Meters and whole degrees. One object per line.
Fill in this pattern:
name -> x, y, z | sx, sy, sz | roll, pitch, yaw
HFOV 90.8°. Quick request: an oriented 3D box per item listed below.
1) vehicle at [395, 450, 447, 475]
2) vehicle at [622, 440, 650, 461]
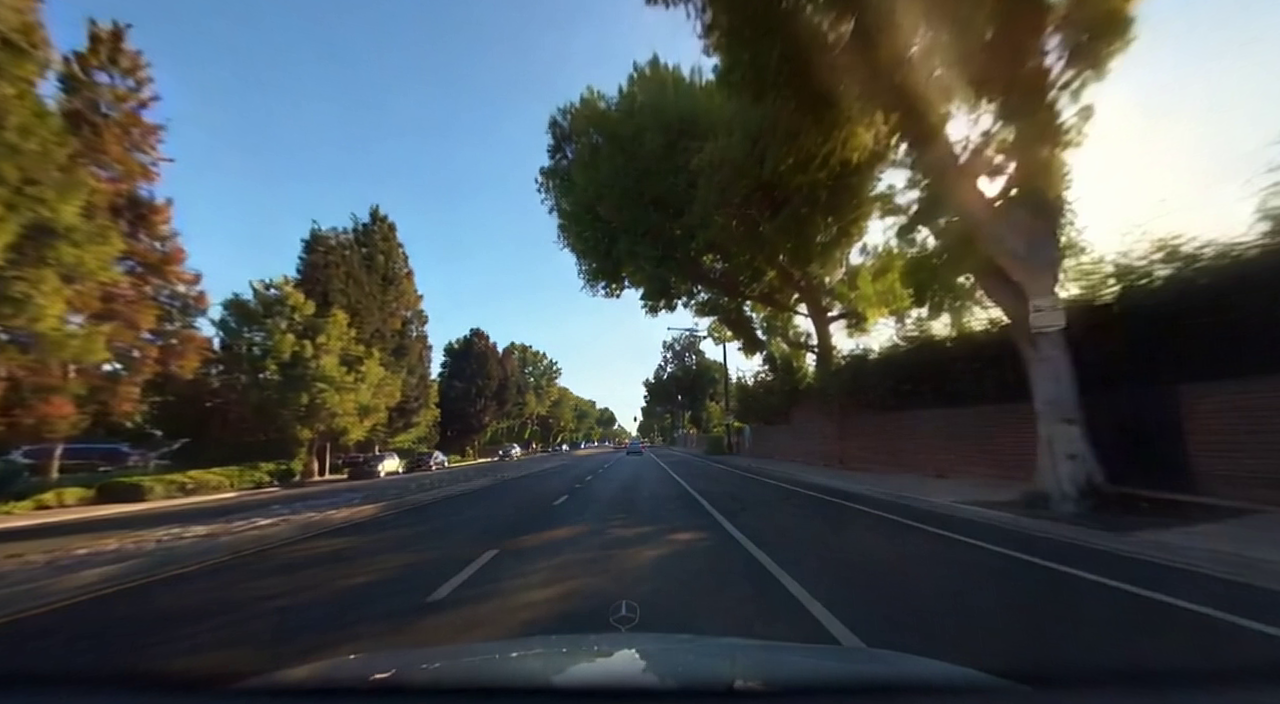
vehicle -> -14.689, 7.426, 42.574 | 1.959, 1.489, 4.550 | -2, -9, -1
vehicle -> -0.350, 7.469, 47.959 | 1.984, 1.439, 4.171 | 0, -8, -1
